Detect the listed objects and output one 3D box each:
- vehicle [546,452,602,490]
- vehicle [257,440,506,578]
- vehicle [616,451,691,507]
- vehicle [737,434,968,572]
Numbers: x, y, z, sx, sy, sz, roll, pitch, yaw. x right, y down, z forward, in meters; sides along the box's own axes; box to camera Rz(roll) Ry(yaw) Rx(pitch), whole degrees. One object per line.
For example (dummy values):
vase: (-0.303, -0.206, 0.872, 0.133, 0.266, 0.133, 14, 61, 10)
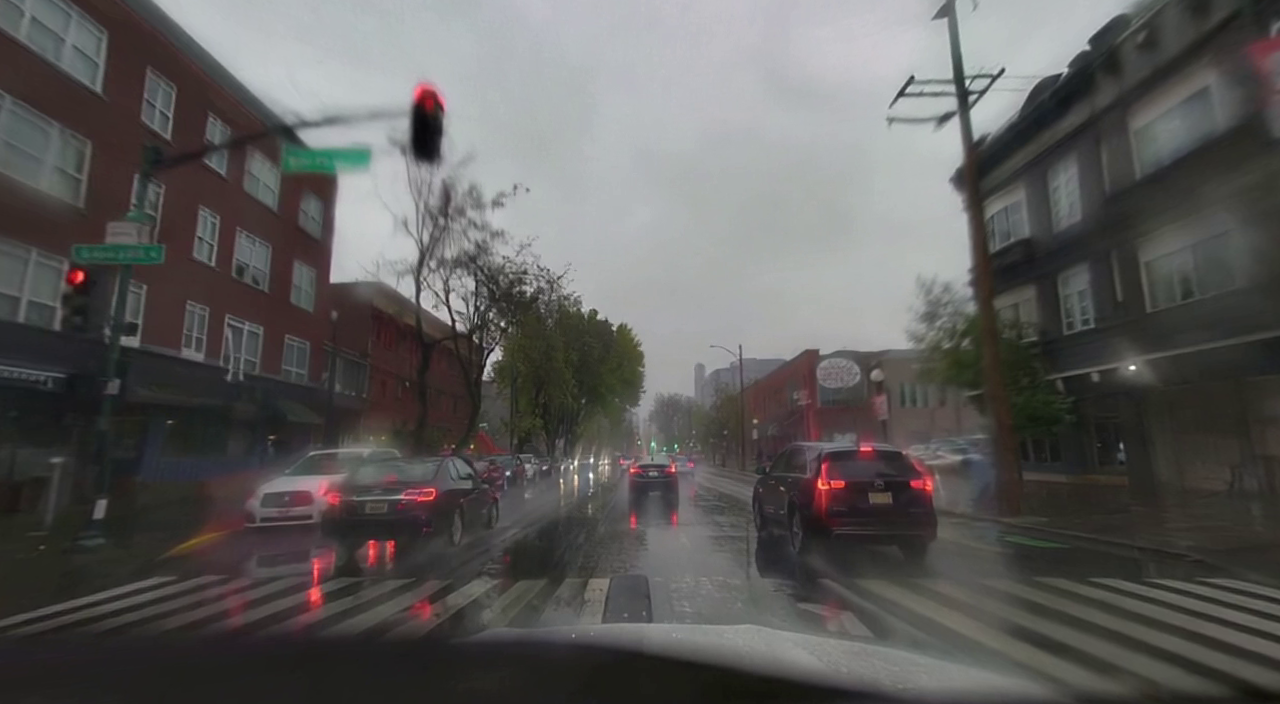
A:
vehicle: (-3.051, 5.584, 29.912, 2.019, 1.507, 4.643, -1, -8, 2)
vehicle: (-3.531, 2.163, 9.614, 2.085, 1.619, 3.976, 0, -8, 0)
vehicle: (0.378, 3.980, 20.247, 2.139, 1.466, 4.373, 0, -8, 0)
vehicle: (3.037, 2.220, 10.246, 2.094, 1.709, 4.394, 0, -8, -2)
